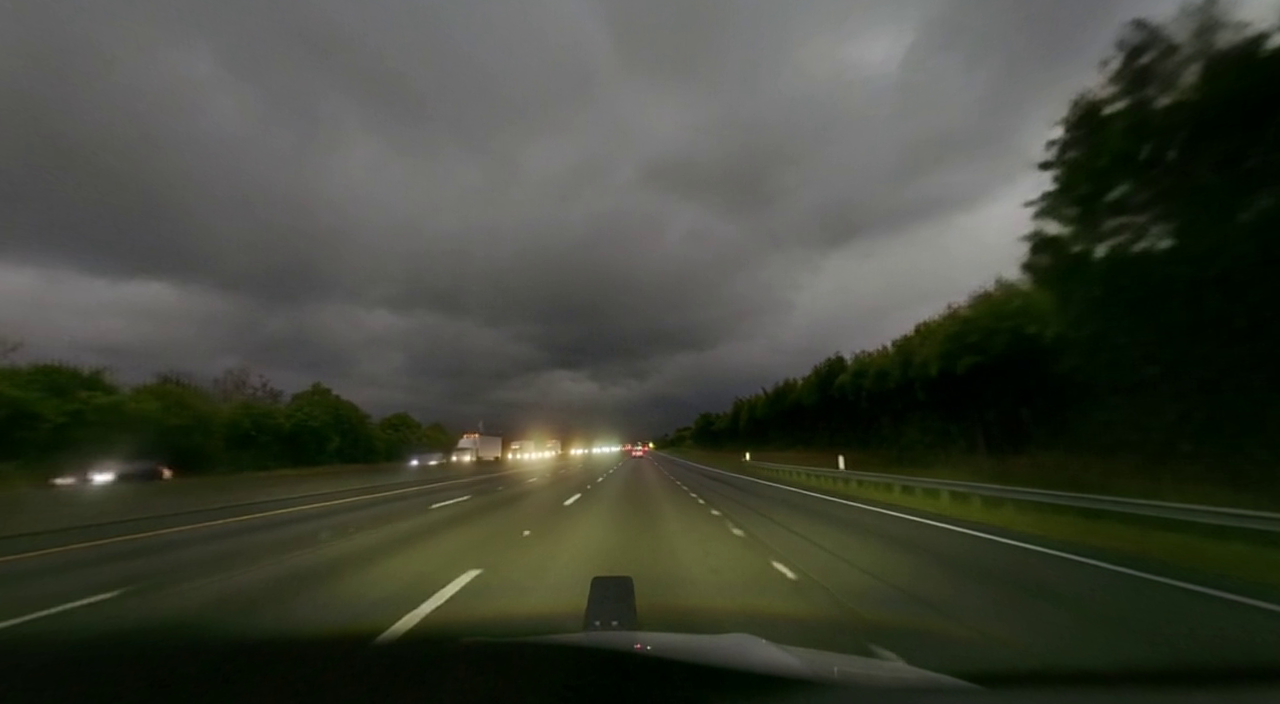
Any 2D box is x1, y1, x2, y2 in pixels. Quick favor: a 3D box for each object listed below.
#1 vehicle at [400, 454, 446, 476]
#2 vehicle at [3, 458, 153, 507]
[{"bbox_3d":[-15.378,8.011,44.648,1.828,1.487,4.135,-1,-9,0],"label":"vehicle"},{"bbox_3d":[-24.485,5.662,27.618,2.049,1.826,4.803,-1,-9,1],"label":"vehicle"}]
